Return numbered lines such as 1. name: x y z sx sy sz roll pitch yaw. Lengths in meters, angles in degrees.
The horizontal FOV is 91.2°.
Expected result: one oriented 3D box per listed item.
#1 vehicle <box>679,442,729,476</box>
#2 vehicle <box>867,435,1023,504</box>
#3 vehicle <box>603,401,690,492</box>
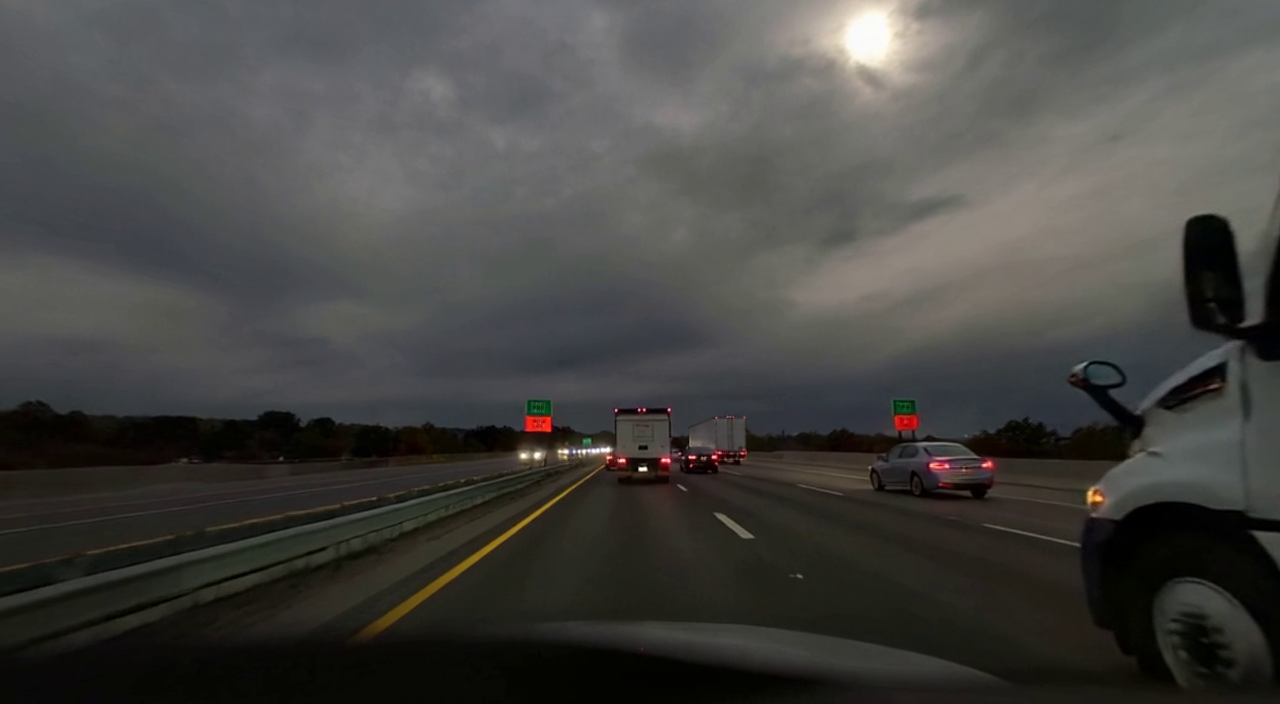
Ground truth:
1. vehicle: 3.257 5.529 32.557 2.127 1.642 3.899 0 -9 -1
2. vehicle: 7.548 2.937 16.022 1.988 1.534 3.763 0 -9 -2
3. vehicle: 0.424 3.353 22.244 2.506 2.743 6.093 -1 -9 6
